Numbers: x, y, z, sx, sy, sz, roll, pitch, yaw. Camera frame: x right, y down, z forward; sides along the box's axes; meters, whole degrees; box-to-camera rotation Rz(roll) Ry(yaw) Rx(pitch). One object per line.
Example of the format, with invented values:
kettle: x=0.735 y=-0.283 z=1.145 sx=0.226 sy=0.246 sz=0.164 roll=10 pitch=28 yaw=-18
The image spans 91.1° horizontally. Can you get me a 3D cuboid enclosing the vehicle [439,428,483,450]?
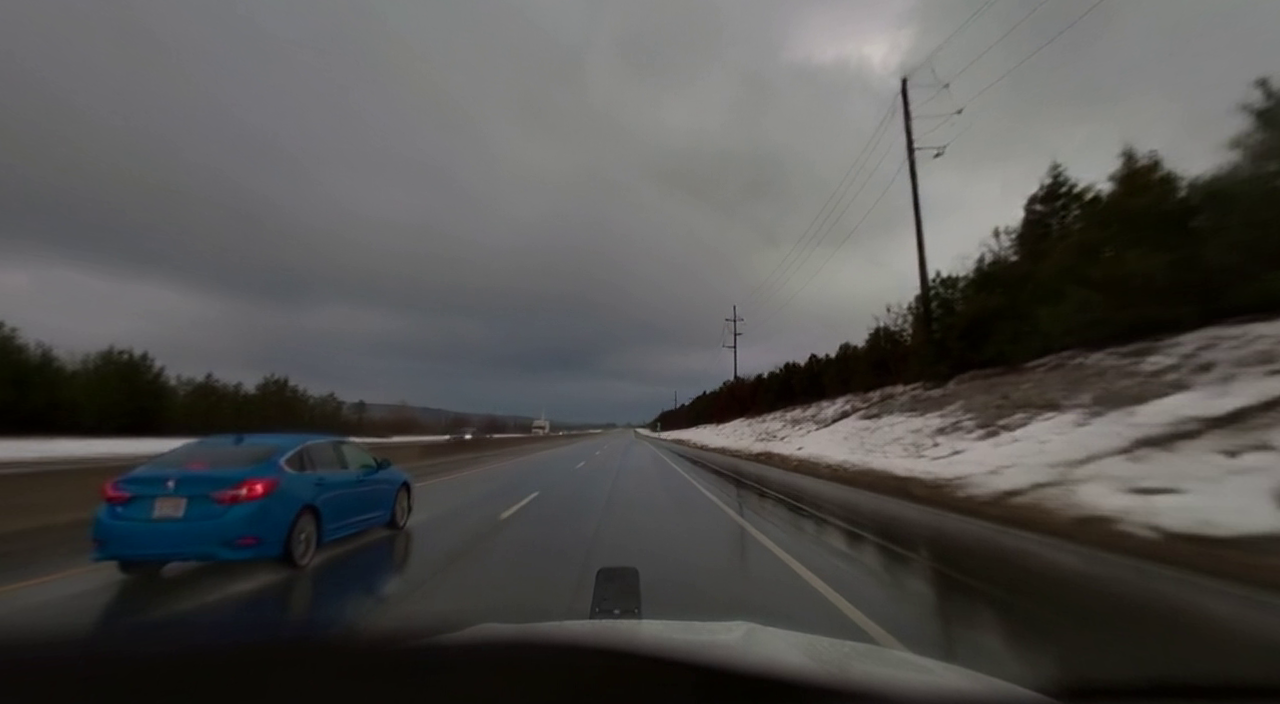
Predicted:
vehicle: x=-12.807 y=6.269 z=45.258 sx=1.904 sy=1.494 sz=4.227 roll=0 pitch=-8 yaw=0

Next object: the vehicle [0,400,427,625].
vehicle: x=-3.841 y=1.372 z=6.366 sx=1.999 sy=1.536 sz=3.969 roll=0 pitch=-8 yaw=0
